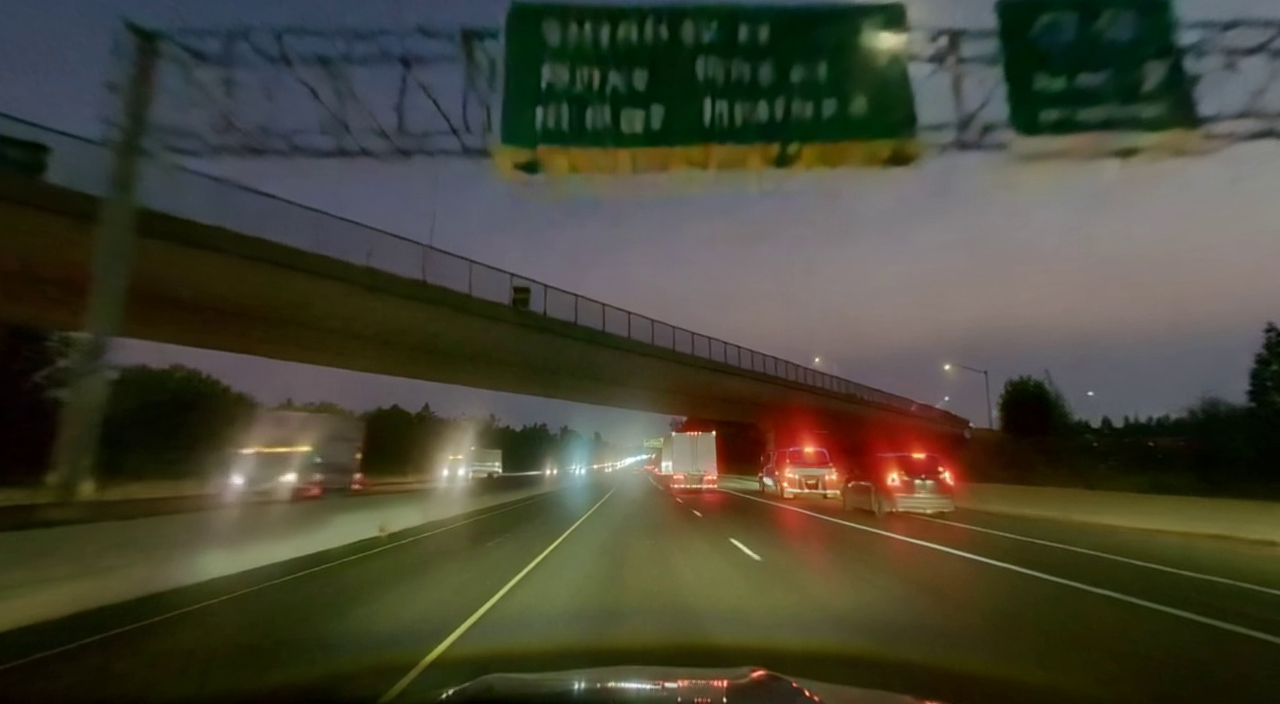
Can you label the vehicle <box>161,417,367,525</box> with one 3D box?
[{"bbox_3d":[-12.898,4.224,22.630,2.817,3.169,7.128,1,-10,0],"label":"vehicle"}]
